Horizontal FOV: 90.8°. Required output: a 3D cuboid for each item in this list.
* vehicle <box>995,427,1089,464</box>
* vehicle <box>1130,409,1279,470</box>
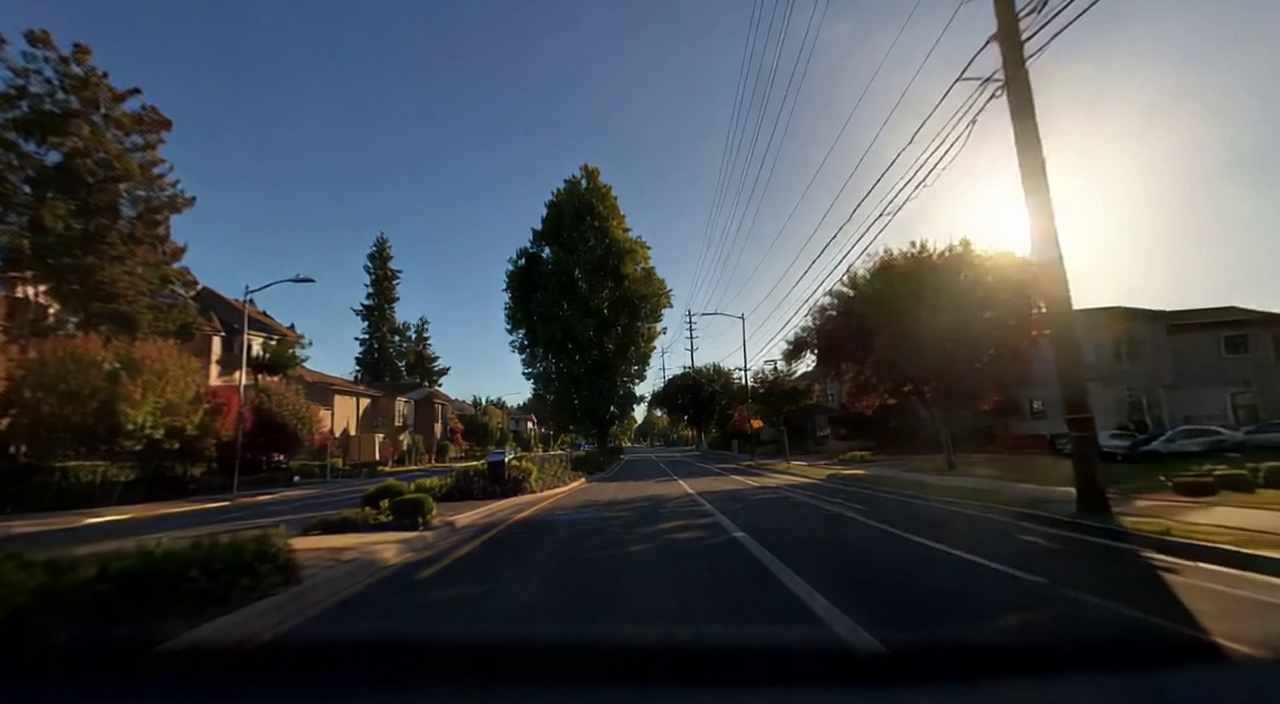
[{"bbox_3d":[22.067,5.155,34.963,1.960,1.873,4.839,0,-8,0],"label":"vehicle"},{"bbox_3d":[16.611,2.403,17.301,4.681,1.541,2.049,0,-8,-3],"label":"vehicle"}]
